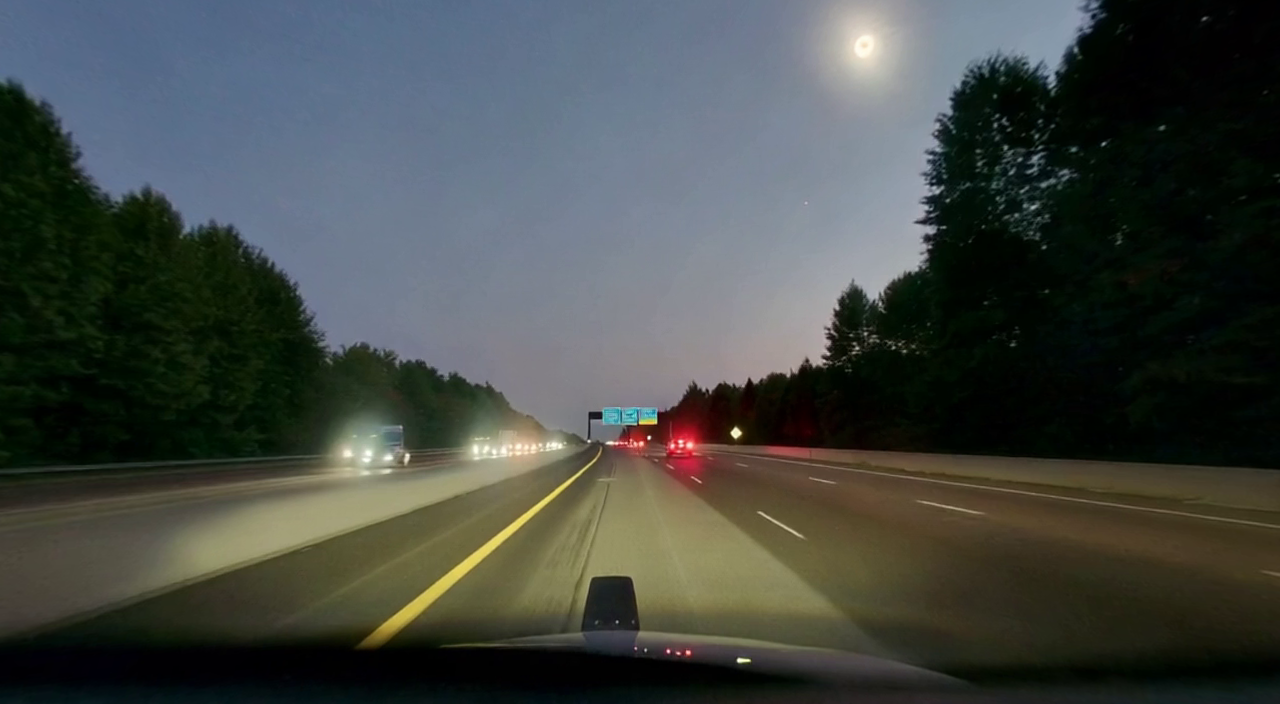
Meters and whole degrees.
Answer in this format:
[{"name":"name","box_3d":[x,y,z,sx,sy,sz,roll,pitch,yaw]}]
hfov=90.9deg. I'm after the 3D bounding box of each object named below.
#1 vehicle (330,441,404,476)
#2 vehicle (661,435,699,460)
[{"name":"vehicle","box_3d":[-13.464,5.249,31.344,1.936,1.579,4.121,0,-8,-2]},{"name":"vehicle","box_3d":[2.531,6.147,40.636,1.958,1.526,4.227,1,-8,-3]}]
